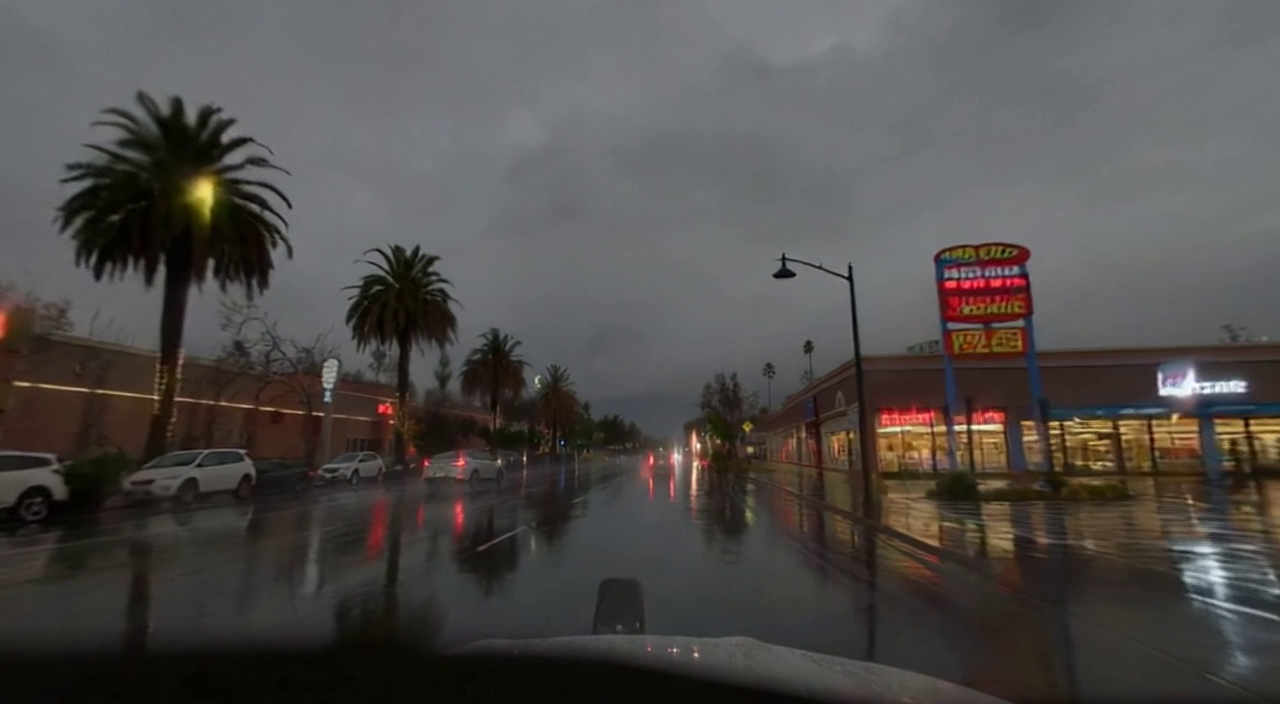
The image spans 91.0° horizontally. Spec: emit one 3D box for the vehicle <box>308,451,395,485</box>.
[{"bbox_3d":[-14.106,5.679,31.119,1.874,1.488,4.612,0,-8,4],"label":"vehicle"}]

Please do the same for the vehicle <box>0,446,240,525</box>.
[{"bbox_3d":[-11.919,2.929,14.572,1.981,1.493,4.721,0,-8,3],"label":"vehicle"}]

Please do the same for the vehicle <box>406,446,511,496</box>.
[{"bbox_3d":[-6.126,4.039,21.911,2.090,1.520,4.452,0,-8,4],"label":"vehicle"}]

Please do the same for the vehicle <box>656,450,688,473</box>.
[{"bbox_3d":[2.325,7.729,44.766,2.139,1.461,4.918,0,-8,3],"label":"vehicle"}]
